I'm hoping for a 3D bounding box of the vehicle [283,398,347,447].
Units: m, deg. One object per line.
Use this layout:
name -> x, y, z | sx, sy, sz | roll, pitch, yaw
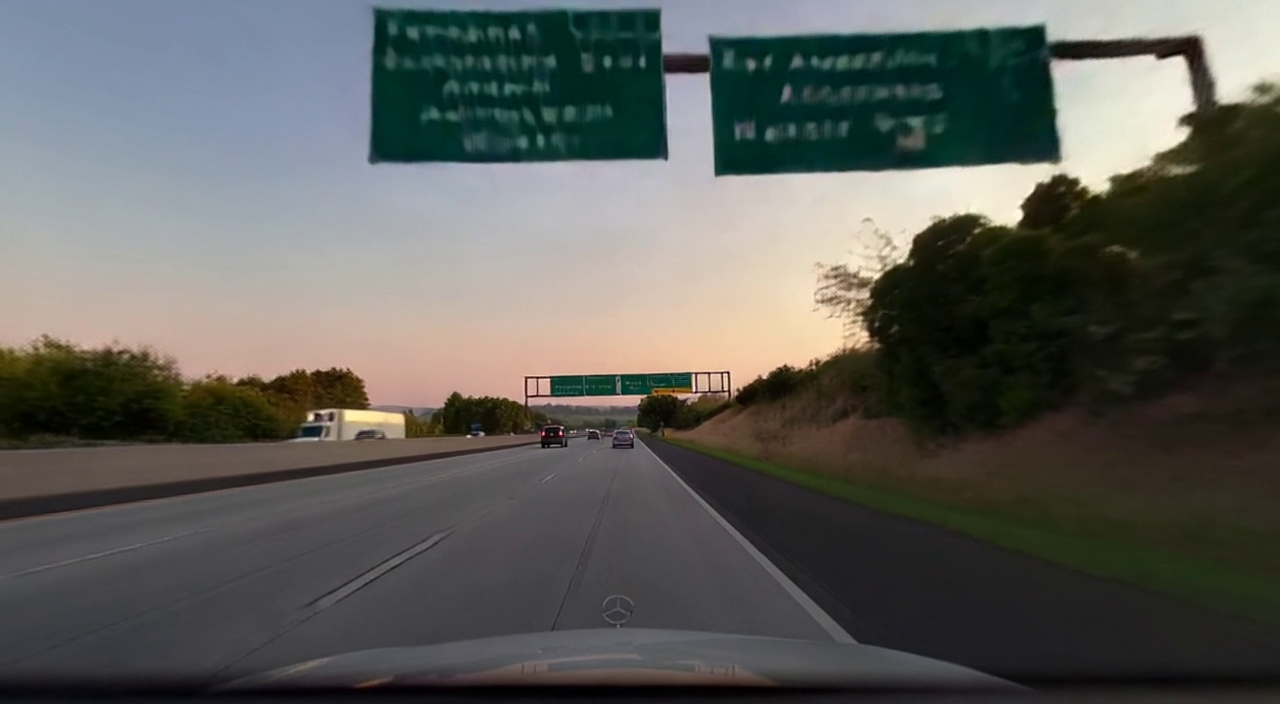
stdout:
vehicle -> -24.201, 5.295, 46.973 | 2.906, 3.475, 3.315 | 0, -8, -1
